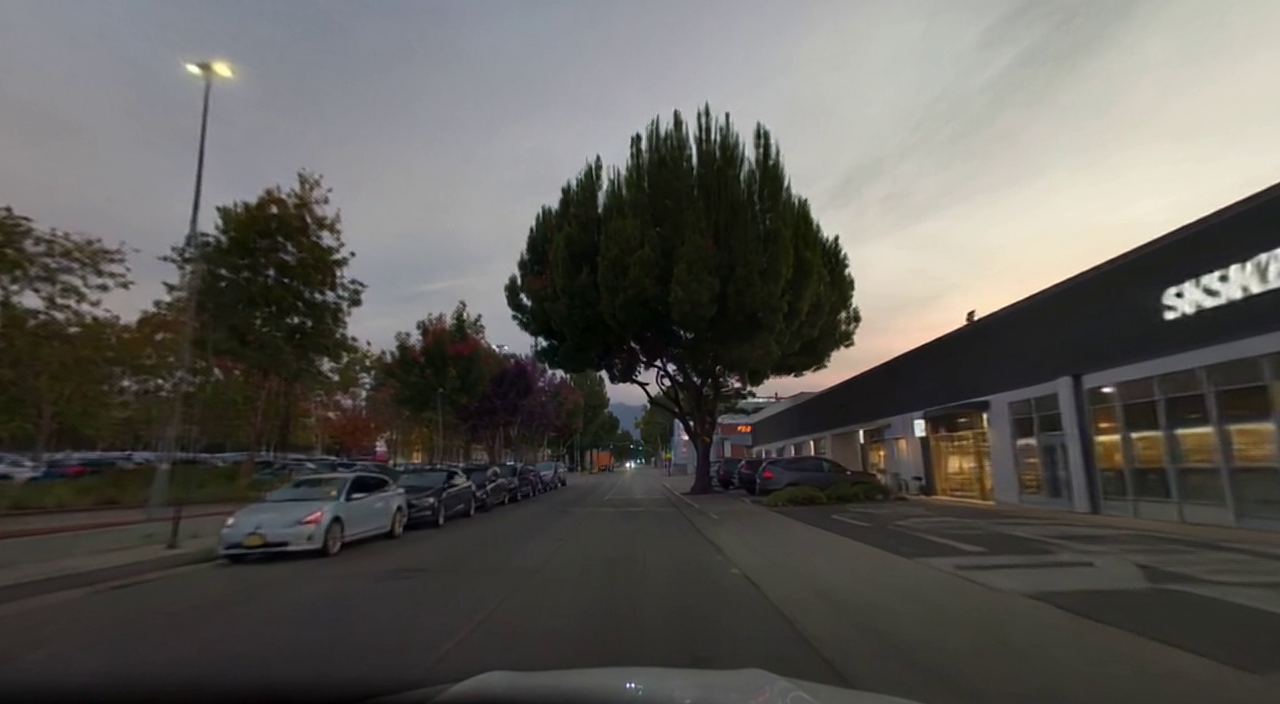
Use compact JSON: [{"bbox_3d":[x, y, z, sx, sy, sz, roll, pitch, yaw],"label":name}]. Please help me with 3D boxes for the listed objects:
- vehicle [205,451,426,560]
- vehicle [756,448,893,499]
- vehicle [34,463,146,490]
[{"bbox_3d":[-5.764,2.786,11.982,1.832,1.623,4.424,1,-11,0],"label":"vehicle"},{"bbox_3d":[6.415,4.278,22.249,4.193,1.665,1.924,1,-11,-2],"label":"vehicle"},{"bbox_3d":[-31.639,7.175,36.357,4.471,1.462,1.974,1,-11,-1],"label":"vehicle"}]
